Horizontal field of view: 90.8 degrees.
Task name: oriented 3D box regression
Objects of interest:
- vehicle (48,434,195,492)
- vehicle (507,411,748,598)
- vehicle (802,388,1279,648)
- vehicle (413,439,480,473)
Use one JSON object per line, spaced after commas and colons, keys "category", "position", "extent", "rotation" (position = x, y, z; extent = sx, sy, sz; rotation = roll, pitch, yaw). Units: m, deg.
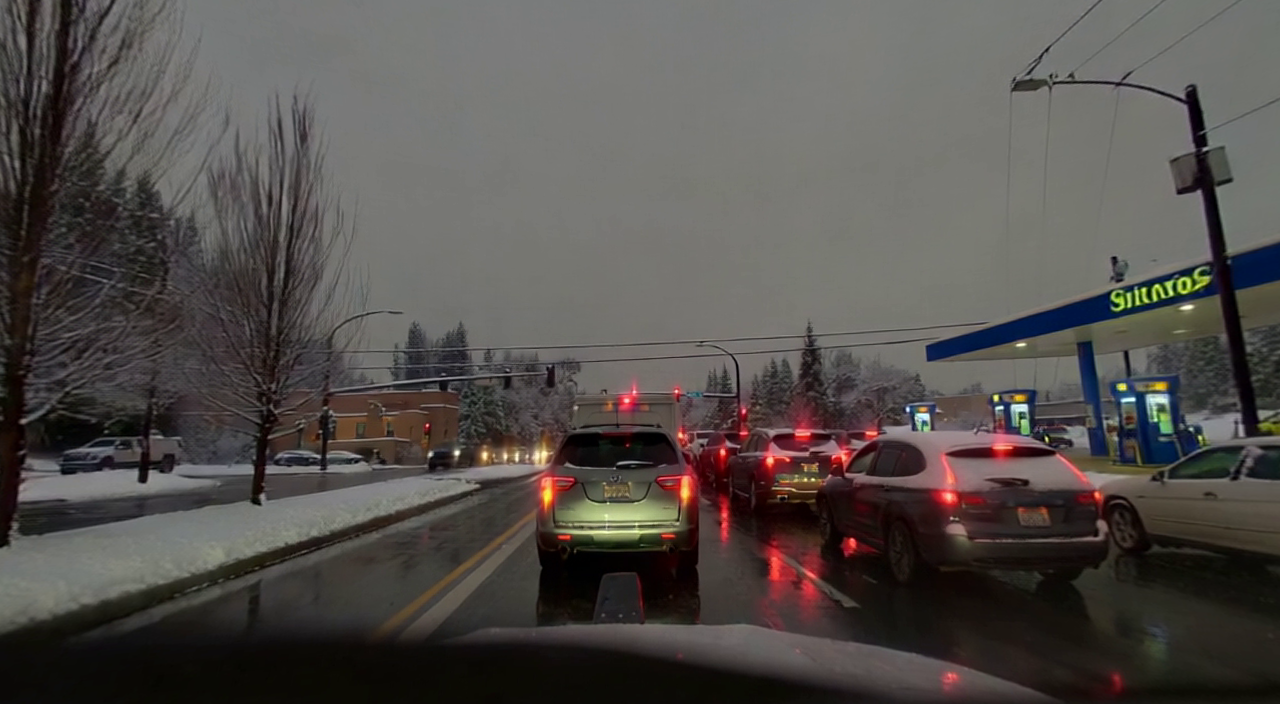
{"category": "vehicle", "position": [-26.949, 5.778, 33.294], "extent": [2.571, 2.711, 6.027], "rotation": [0, -9, 0]}
{"category": "vehicle", "position": [-0.148, 1.616, 7.466], "extent": [2.106, 1.613, 3.697], "rotation": [0, -9, -1]}
{"category": "vehicle", "position": [3.369, 1.424, 6.470], "extent": [2.056, 1.700, 4.399], "rotation": [0, -9, -3]}
{"category": "vehicle", "position": [-10.971, 5.942, 36.203], "extent": [2.190, 1.778, 5.033], "rotation": [-1, -9, 1]}
